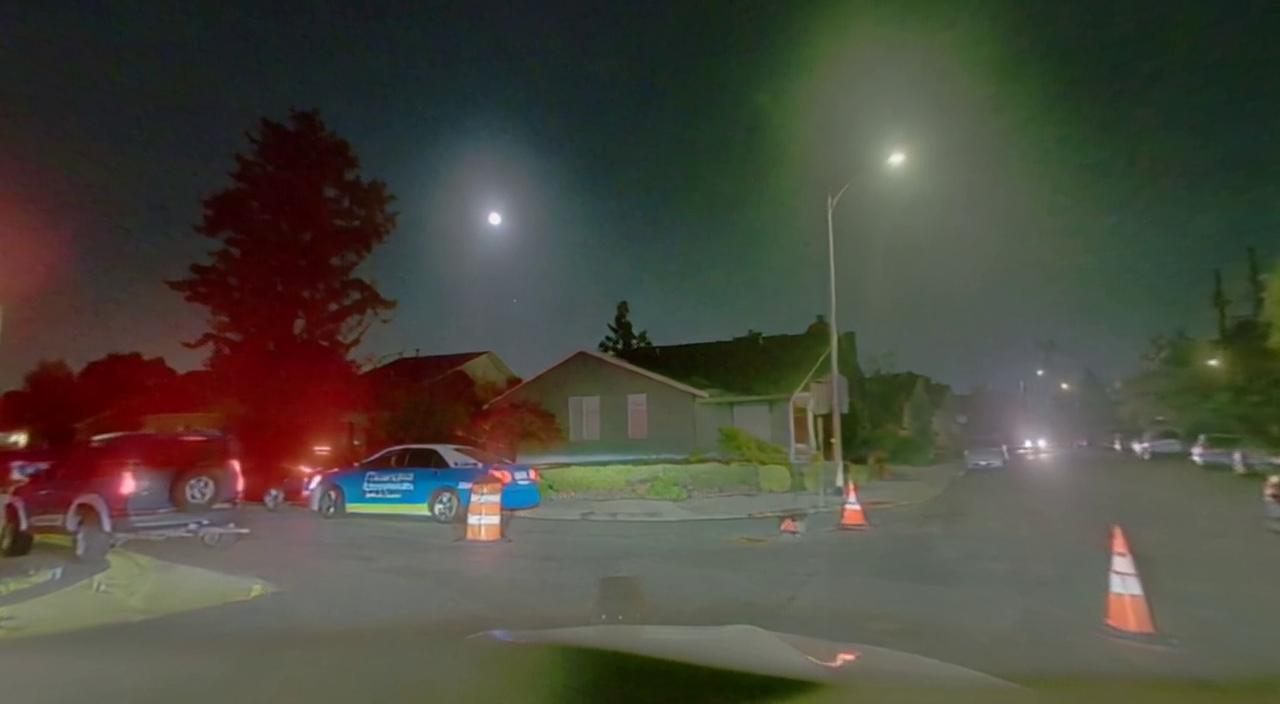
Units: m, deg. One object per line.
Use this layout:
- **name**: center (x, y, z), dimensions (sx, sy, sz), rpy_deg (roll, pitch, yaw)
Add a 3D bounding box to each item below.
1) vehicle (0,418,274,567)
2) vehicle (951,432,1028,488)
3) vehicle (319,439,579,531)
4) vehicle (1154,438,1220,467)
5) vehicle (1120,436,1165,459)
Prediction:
- **vehicle**: center (-7.916, 1.985, 9.651), dimensions (4.094, 1.748, 2.350), rpy_deg (-6, -10, 33)
- **vehicle**: center (12.433, 3.751, 22.347), dimensions (2.014, 1.742, 4.297), rpy_deg (-6, -10, 31)
- **vehicle**: center (-3.858, 2.550, 12.766), dimensions (4.710, 1.515, 2.400), rpy_deg (-5, -10, 30)
- **vehicle**: center (29.694, 5.452, 34.431), dimensions (1.829, 1.447, 4.183), rpy_deg (-5, -10, 29)
- **vehicle**: center (36.982, 7.028, 46.572), dimensions (1.869, 1.635, 4.043), rpy_deg (-5, -10, 29)
